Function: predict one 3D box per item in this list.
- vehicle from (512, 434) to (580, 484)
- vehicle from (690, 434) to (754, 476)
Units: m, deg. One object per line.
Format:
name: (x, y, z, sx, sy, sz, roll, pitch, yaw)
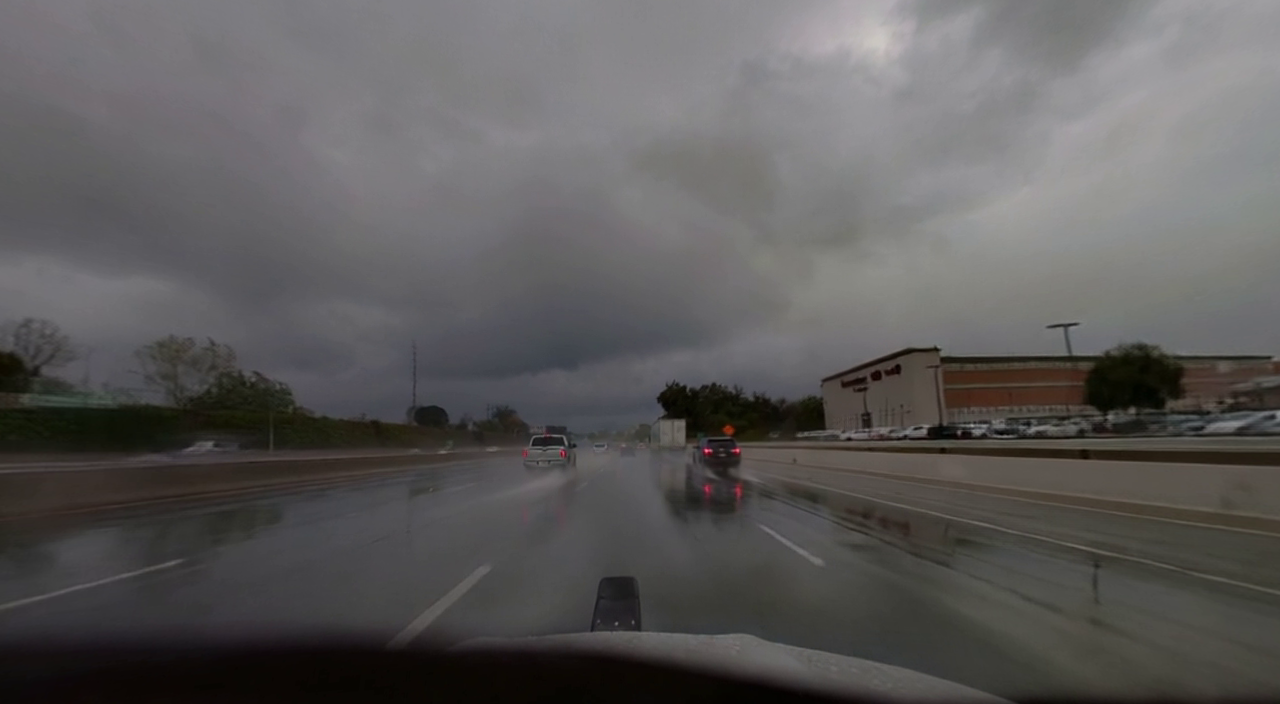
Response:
vehicle: (-3.565, 4.162, 24.799, 1.987, 1.765, 4.508, 0, -8, 0)
vehicle: (3.715, 4.775, 29.535, 2.198, 1.807, 4.530, 0, -9, -2)
